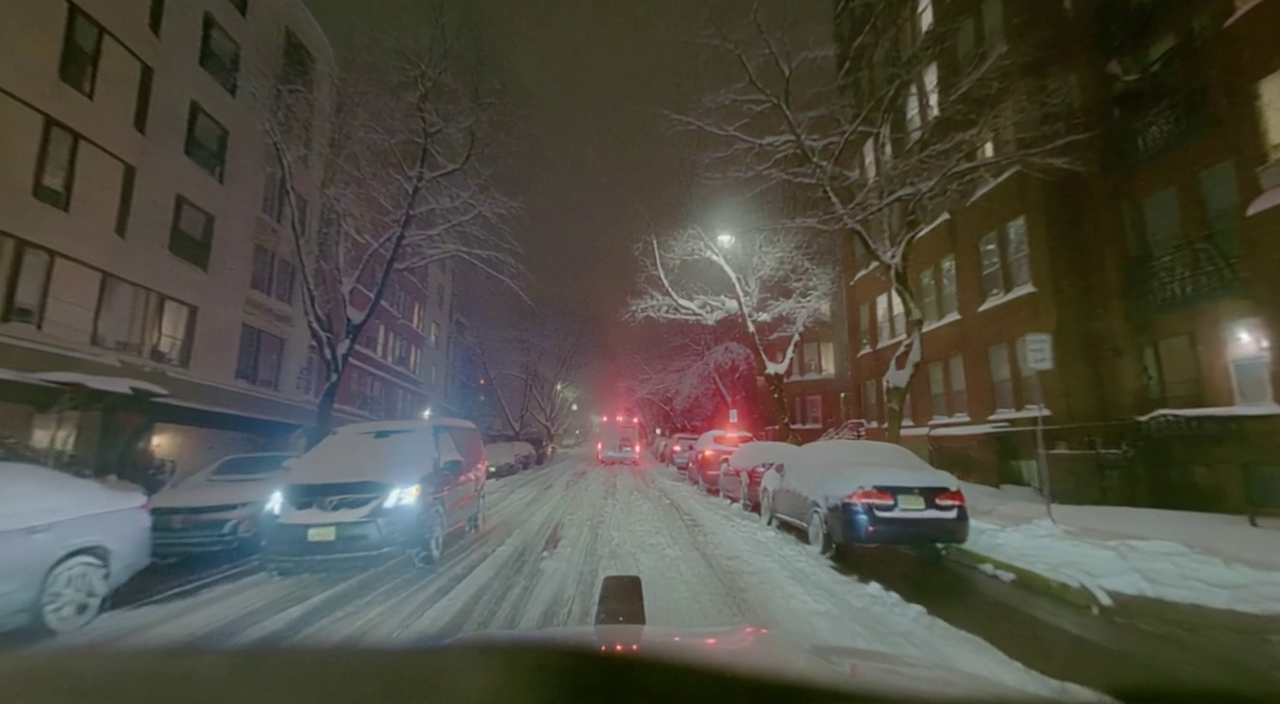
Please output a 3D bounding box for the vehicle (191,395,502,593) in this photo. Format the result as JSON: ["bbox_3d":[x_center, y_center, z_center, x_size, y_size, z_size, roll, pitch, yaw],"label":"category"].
[{"bbox_3d":[-3.215,1.630,8.111,2.029,1.802,4.229,-1,-8,-1],"label":"vehicle"}]

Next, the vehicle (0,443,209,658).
[{"bbox_3d":[-5.445,1.336,4.103,2.047,1.471,4.647,0,-8,-1],"label":"vehicle"}]

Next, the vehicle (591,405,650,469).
[{"bbox_3d":[-1.082,4.575,33.688,2.754,3.008,7.730,0,-8,-2],"label":"vehicle"}]

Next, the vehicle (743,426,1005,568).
[{"bbox_3d":[3.037,1.978,9.425,2.035,1.549,4.373,2,-8,-3],"label":"vehicle"}]
